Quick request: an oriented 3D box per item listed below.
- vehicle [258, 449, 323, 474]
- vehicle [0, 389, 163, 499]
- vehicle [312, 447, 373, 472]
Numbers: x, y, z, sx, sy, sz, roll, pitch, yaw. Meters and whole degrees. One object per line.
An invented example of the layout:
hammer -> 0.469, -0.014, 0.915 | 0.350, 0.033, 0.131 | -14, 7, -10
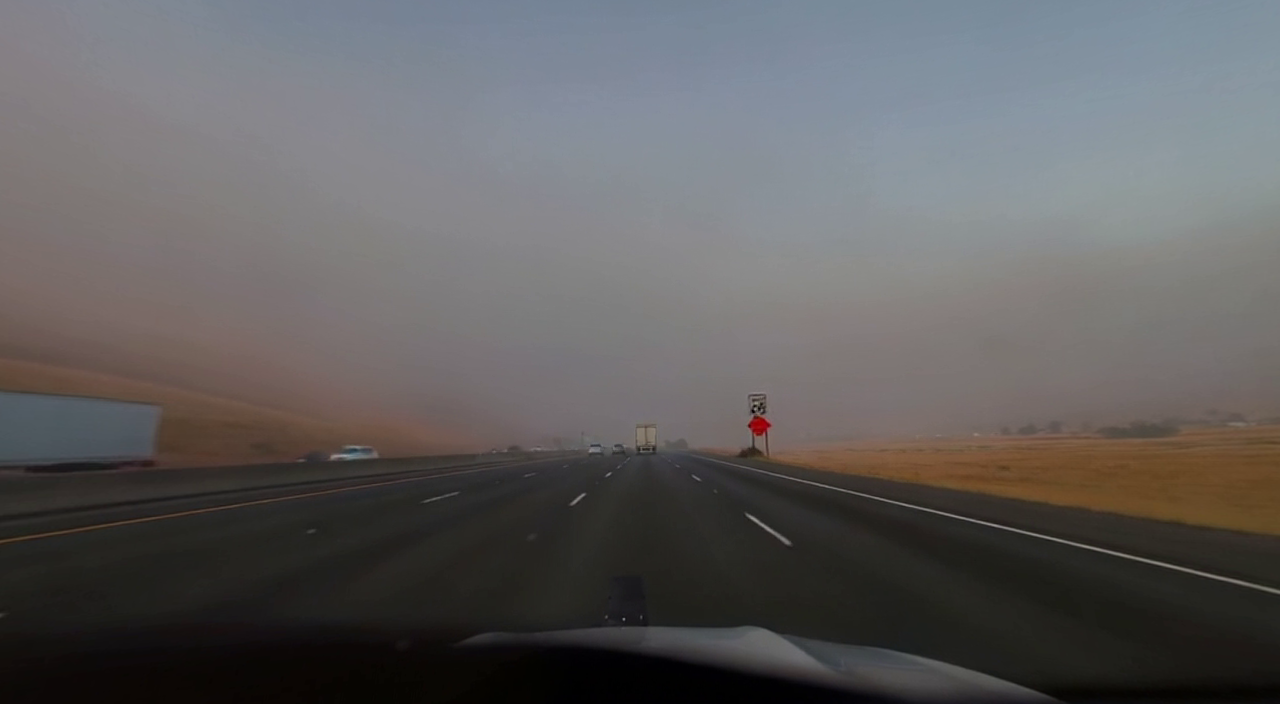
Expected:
vehicle -> -23.912, 7.484, 43.357 | 1.885, 1.615, 4.448 | 0, -8, 1
vehicle -> -25.022, 3.566, 24.397 | 2.830, 4.041, 13.042 | 0, -8, 0
vehicle -> -20.439, 7.402, 43.522 | 2.077, 1.589, 4.203 | 0, -8, 1
